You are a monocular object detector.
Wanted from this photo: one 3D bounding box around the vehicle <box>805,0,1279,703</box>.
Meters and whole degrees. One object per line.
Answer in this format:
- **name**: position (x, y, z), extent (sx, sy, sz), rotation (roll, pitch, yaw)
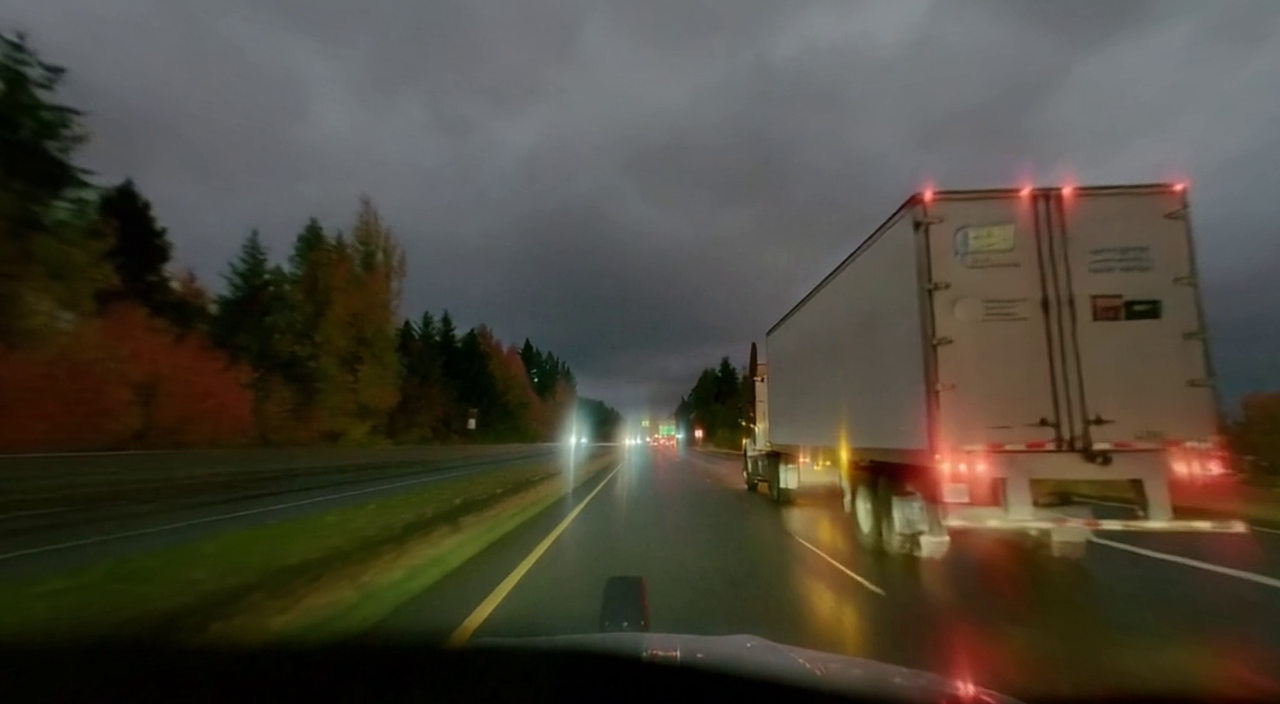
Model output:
- **vehicle**: position (3.936, -0.606, 1.241), extent (3.691, 4.331, 13.909), rotation (0, -8, 1)
